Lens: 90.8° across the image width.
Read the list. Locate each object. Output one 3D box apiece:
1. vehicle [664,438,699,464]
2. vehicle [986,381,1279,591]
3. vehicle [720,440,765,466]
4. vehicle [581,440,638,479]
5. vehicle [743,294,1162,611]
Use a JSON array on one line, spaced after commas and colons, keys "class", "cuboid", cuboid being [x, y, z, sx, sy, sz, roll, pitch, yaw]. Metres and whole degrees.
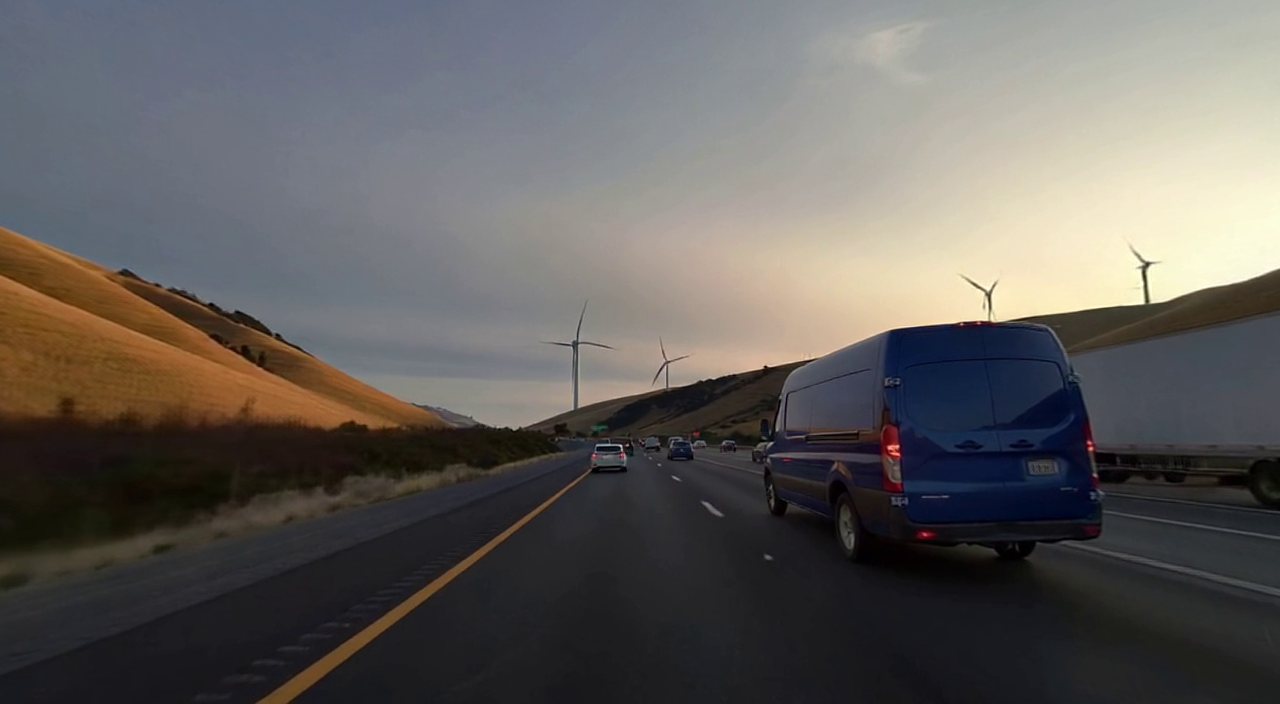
[{"class": "vehicle", "cuboid": [2.898, 7.103, 45.449, 2.108, 1.717, 3.996, 0, -8, -2]}, {"class": "vehicle", "cuboid": [6.634, 1.408, 7.100, 2.070, 1.833, 5.811, 0, -8, -1]}, {"class": "vehicle", "cuboid": [6.360, 6.359, 39.786, 1.958, 1.514, 4.930, 0, -8, -1]}, {"class": "vehicle", "cuboid": [-1.143, 4.298, 25.508, 2.082, 1.445, 3.826, 0, -8, 0]}, {"class": "vehicle", "cuboid": [3.039, 1.224, 8.164, 2.365, 2.630, 5.754, 0, -8, -1]}]
